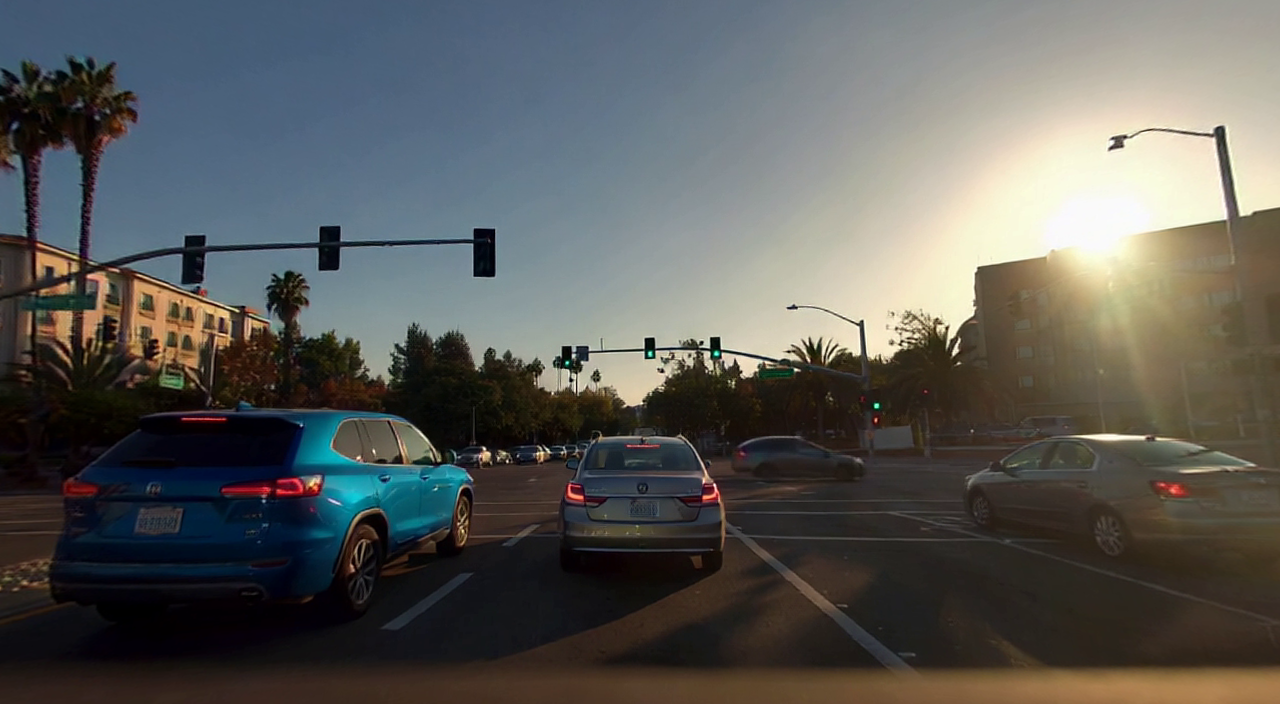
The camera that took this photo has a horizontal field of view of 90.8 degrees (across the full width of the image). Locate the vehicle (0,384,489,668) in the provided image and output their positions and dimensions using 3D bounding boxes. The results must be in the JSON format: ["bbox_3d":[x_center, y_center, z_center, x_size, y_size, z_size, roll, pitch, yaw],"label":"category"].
[{"bbox_3d":[-3.104,1.369,6.097,2.051,1.682,4.467,0,-8,2],"label":"vehicle"}]

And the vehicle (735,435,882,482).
[{"bbox_3d":[5.994,3.855,22.955,4.742,1.605,2.117,0,-8,0],"label":"vehicle"}]

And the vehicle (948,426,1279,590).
[{"bbox_3d":[6.093,1.763,8.105,1.970,1.489,4.482,0,-8,-1],"label":"vehicle"}]

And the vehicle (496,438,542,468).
[{"bbox_3d":[-7.962,6.699,42.013,2.130,1.810,4.450,-2,-8,1],"label":"vehicle"}]

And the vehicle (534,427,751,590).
[{"bbox_3d":[-0.005,1.702,7.727,1.942,1.445,3.973,0,-8,-1],"label":"vehicle"}]
